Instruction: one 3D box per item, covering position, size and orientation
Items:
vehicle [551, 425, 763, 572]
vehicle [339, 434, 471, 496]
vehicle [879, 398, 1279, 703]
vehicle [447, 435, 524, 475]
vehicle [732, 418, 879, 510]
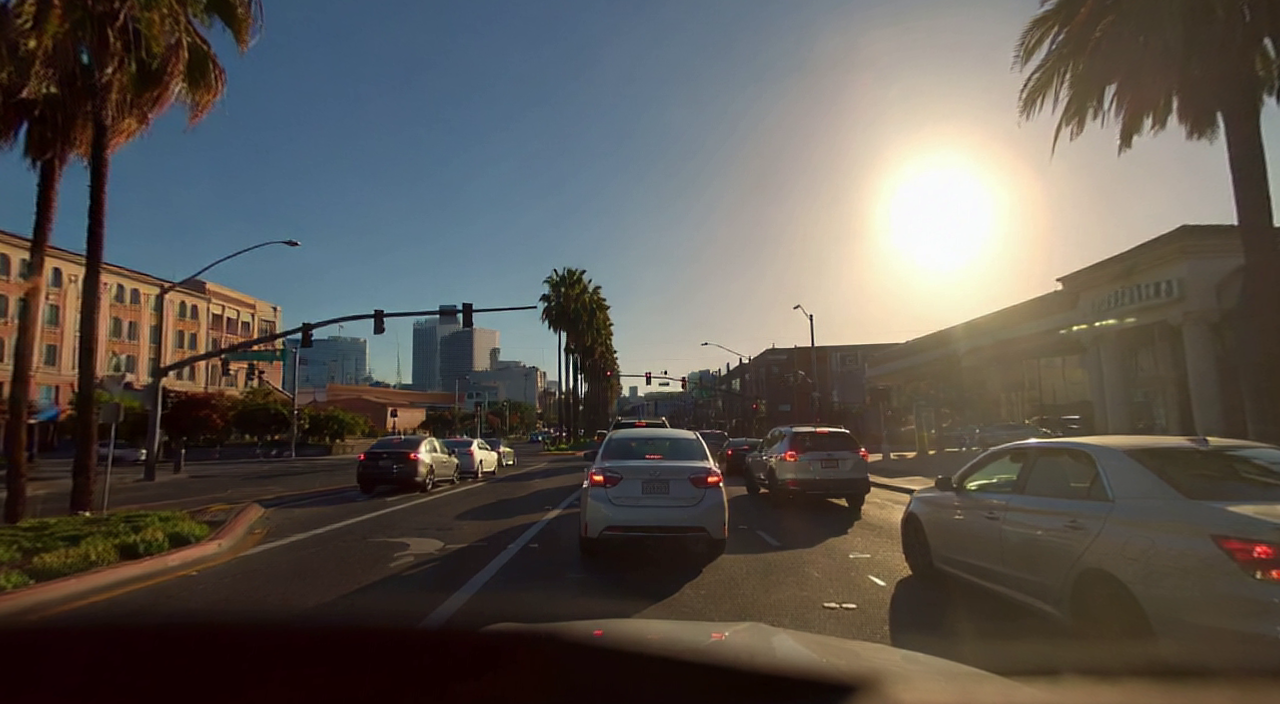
[{"bbox_3d":[0.179,1.786,8.462,2.140,1.474,4.026,0,-8,0],"label":"vehicle"},{"bbox_3d":[-6.252,3.051,17.381,1.900,1.487,4.165,0,-8,2],"label":"vehicle"},{"bbox_3d":[3.544,1.222,4.475,1.910,1.490,4.661,0,-8,1],"label":"vehicle"},{"bbox_3d":[-6.050,4.094,25.236,1.822,1.456,4.396,-1,-8,2],"label":"vehicle"},{"bbox_3d":[3.499,2.470,14.314,2.169,1.751,4.276,0,-8,0],"label":"vehicle"}]
